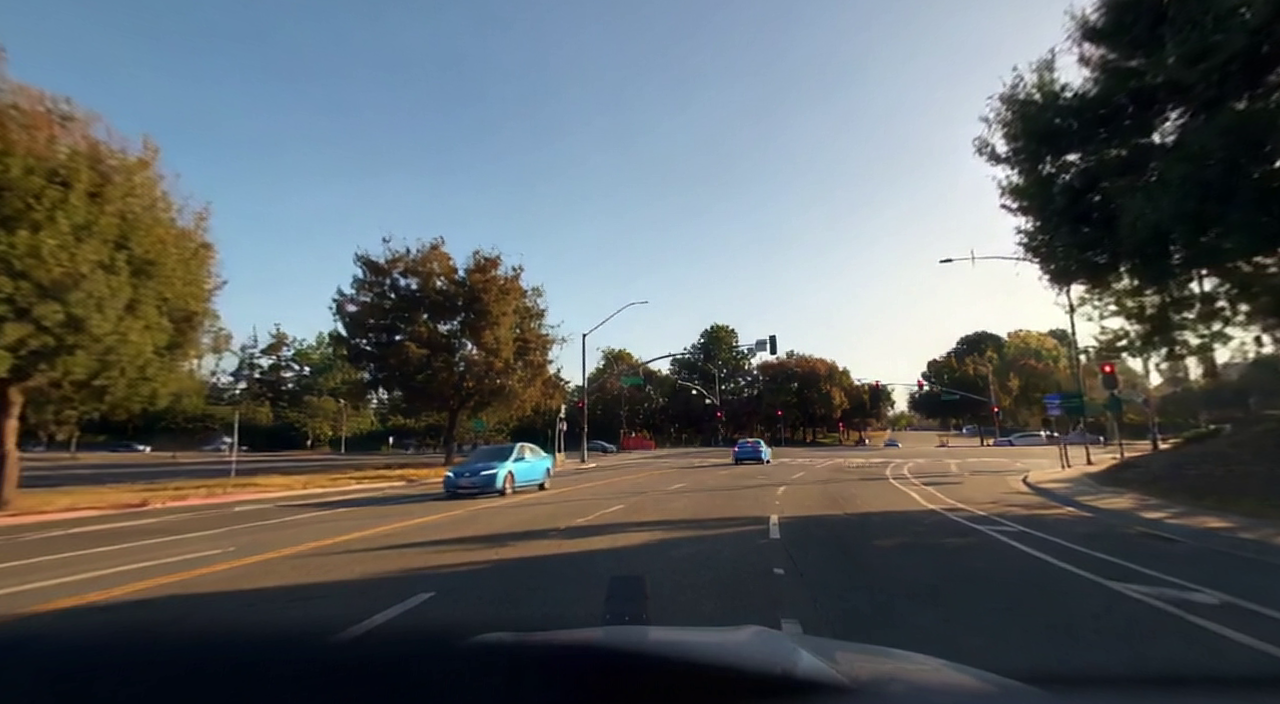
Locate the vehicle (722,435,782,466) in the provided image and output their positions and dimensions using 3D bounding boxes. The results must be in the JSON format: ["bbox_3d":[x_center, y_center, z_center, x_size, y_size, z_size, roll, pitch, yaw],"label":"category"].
[{"bbox_3d":[6.272,5.448,34.921,2.055,1.573,4.065,-5,-10,28],"label":"vehicle"}]

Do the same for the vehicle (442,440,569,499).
[{"bbox_3d":[-3.934,3.527,19.396,1.983,1.562,4.652,-2,-9,13],"label":"vehicle"}]
